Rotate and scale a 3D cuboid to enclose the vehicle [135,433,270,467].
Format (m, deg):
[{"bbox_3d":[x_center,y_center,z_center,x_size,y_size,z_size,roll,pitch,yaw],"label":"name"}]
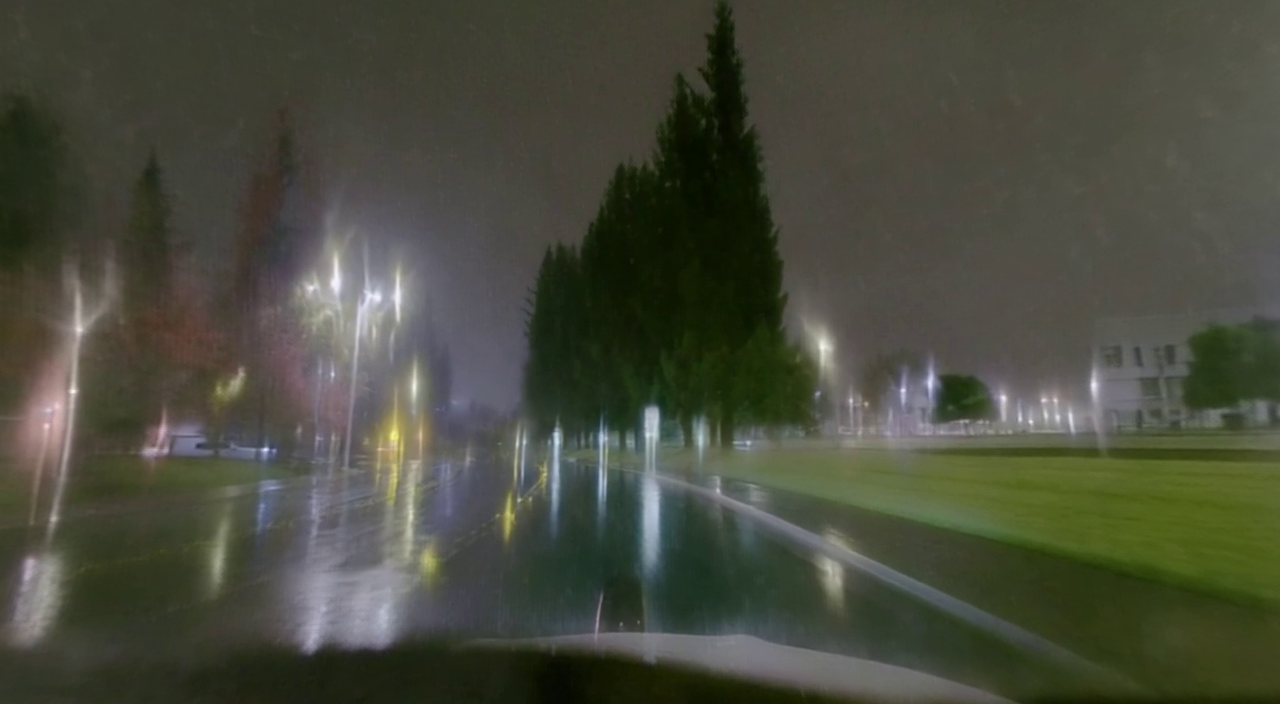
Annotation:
[{"bbox_3d":[-24.388,5.495,35.473,5.613,1.775,2.357,1,-8,-9],"label":"vehicle"}]
